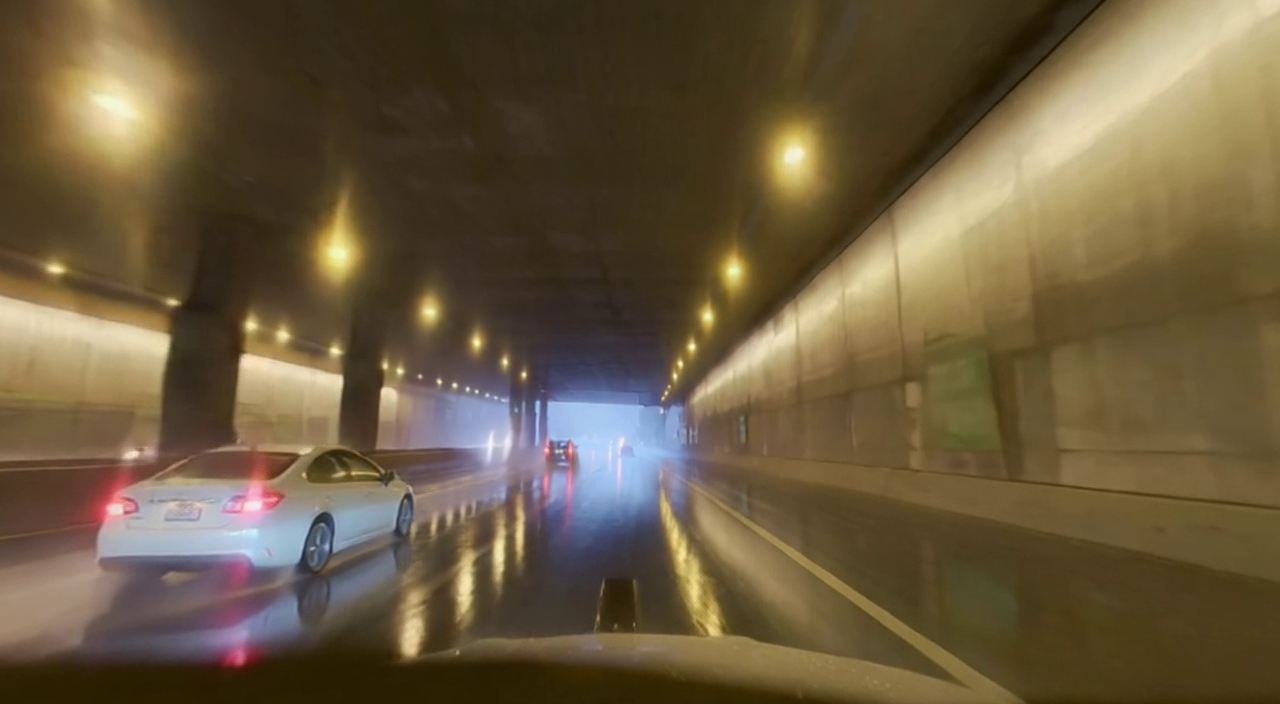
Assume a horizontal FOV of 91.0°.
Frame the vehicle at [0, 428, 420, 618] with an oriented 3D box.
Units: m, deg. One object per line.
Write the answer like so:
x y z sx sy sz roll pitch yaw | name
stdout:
-4.142 1.620 7.021 1.885 1.424 4.230 0 -8 -1 | vehicle

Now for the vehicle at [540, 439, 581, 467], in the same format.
-4.581 5.853 36.697 1.973 1.474 4.199 0 -8 -1 | vehicle
